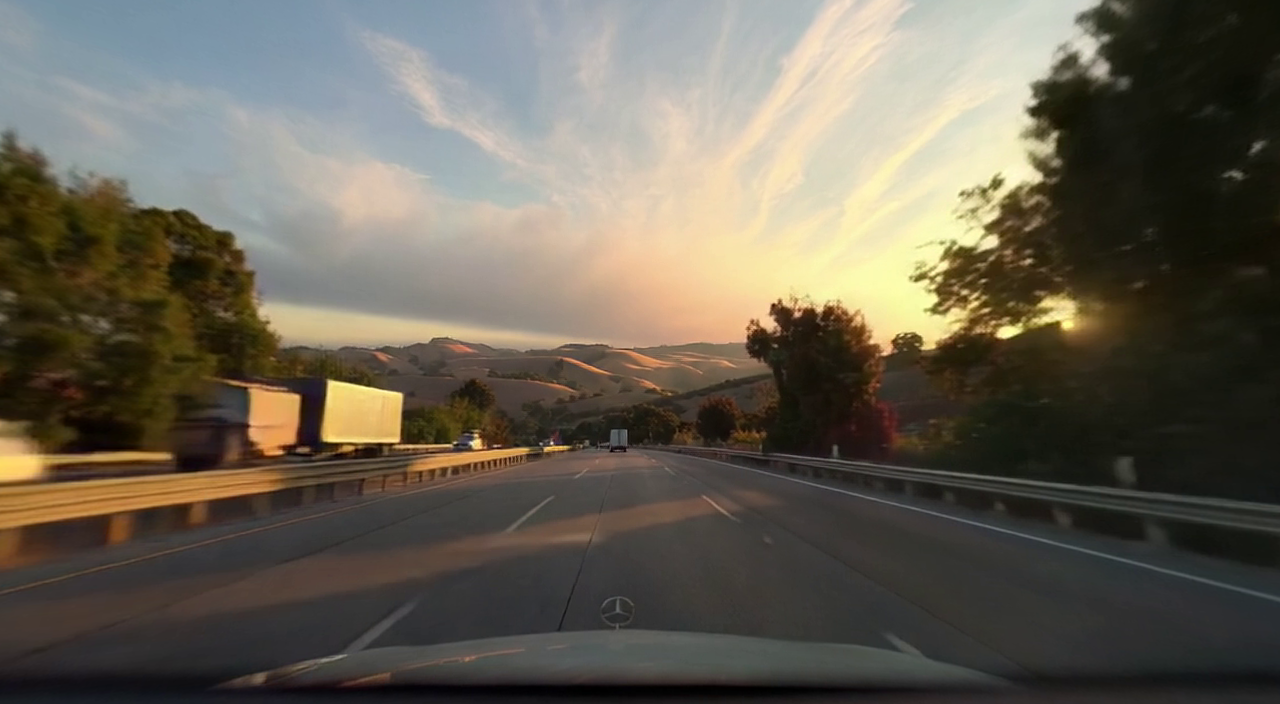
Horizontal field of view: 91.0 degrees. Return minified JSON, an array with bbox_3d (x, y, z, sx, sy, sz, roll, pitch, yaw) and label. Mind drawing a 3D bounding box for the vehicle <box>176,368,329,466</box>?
[{"bbox_3d":[-16.794,2.968,27.913,2.988,3.840,5.931,-1,-8,-1],"label":"vehicle"}]
